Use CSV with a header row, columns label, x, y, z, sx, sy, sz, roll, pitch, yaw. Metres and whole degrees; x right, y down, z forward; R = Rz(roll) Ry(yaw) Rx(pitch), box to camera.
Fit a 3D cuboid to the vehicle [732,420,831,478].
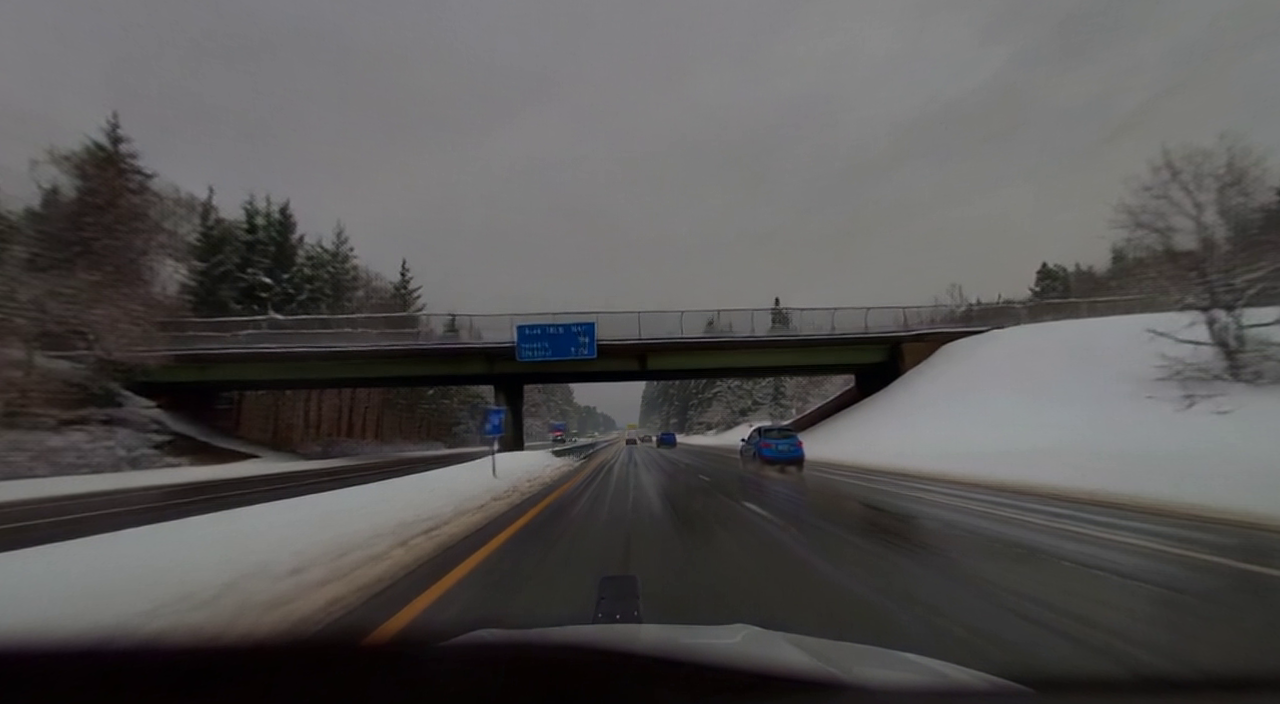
label,x,y,z,sx,sy,sz,roll,pitch,yaw
vehicle,4.359,3.063,20.132,2.073,1.651,4.065,0,-8,-2
